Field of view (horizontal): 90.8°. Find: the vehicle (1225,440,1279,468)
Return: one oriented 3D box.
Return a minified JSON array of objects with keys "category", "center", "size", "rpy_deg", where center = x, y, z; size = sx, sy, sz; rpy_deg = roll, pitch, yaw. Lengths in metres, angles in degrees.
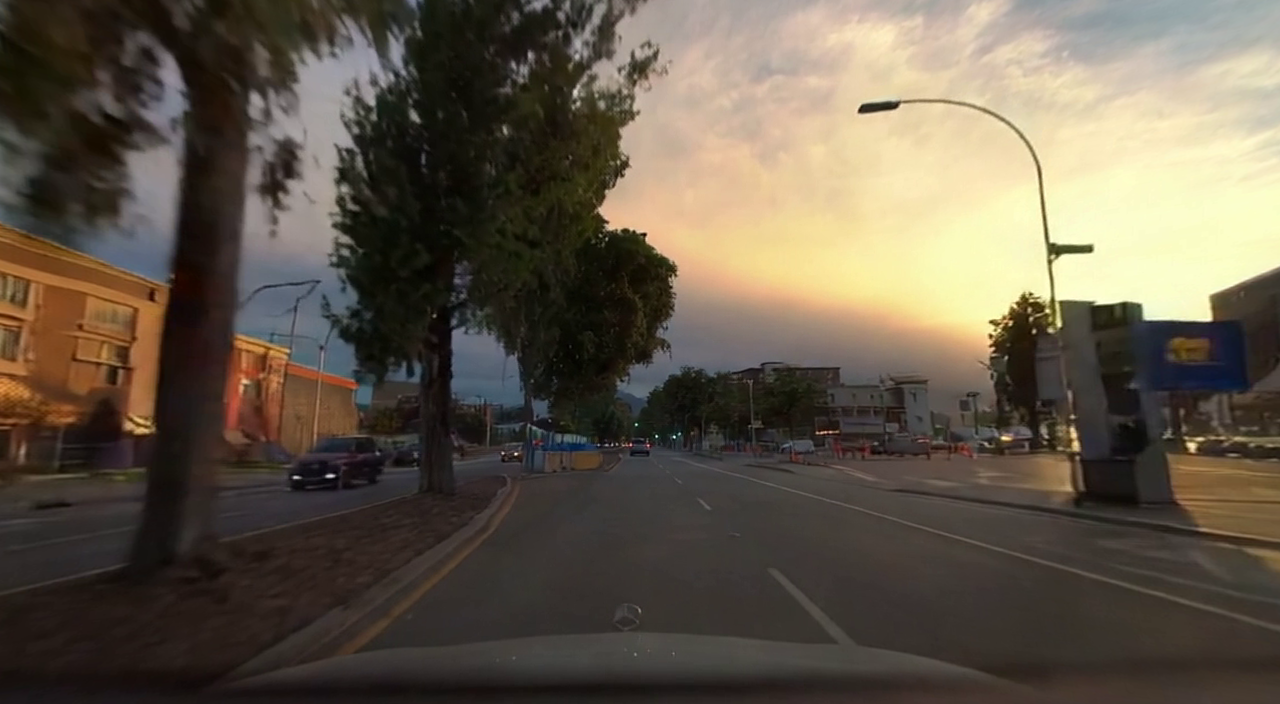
[{"category":"vehicle","center":[38.412,6.264,38.945],"size":[1.825,1.627,4.293],"rpy_deg":[-3,-9,20]}]

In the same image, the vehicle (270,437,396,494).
[{"category":"vehicle","center":[-10.968,4.077,23.099],"size":[2.112,1.809,4.921],"rpy_deg":[0,-9,0]}]
